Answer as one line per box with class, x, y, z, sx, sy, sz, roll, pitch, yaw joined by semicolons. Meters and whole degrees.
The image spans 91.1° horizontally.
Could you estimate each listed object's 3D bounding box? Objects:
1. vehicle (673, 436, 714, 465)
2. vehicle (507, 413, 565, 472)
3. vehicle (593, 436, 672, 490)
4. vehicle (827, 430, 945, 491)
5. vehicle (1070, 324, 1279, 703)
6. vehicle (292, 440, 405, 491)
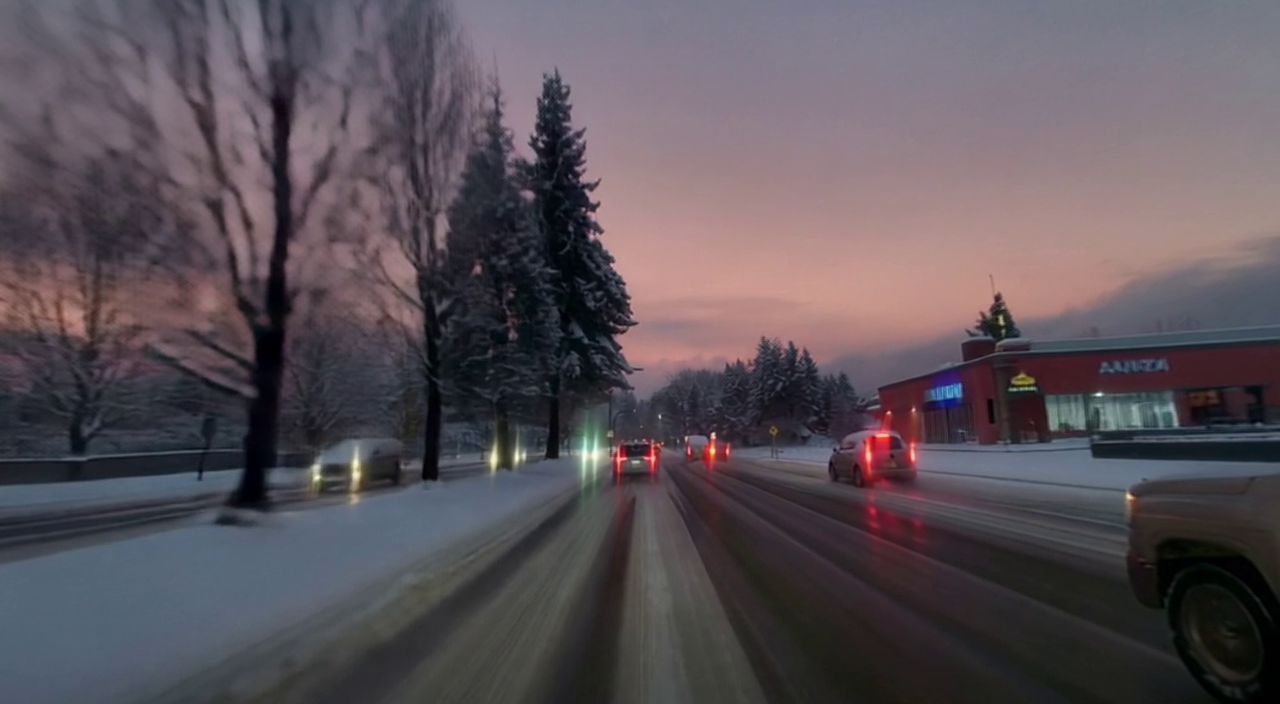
vehicle;4.117;7.716;49.166;2.716;2.131;5.766;0;-9;0
vehicle;-7.915;7.020;48.873;3.021;4.215;7.024;0;-8;2
vehicle;-0.213;3.565;20.448;2.315;1.563;4.080;0;-9;0
vehicle;7.887;3.517;20.688;2.090;1.768;4.407;0;-9;0
vehicle;3.552;0.604;1.321;2.090;1.763;4.560;0;-9;1
vehicle;-11.673;4.548;25.597;2.172;1.865;4.728;0;-9;2
